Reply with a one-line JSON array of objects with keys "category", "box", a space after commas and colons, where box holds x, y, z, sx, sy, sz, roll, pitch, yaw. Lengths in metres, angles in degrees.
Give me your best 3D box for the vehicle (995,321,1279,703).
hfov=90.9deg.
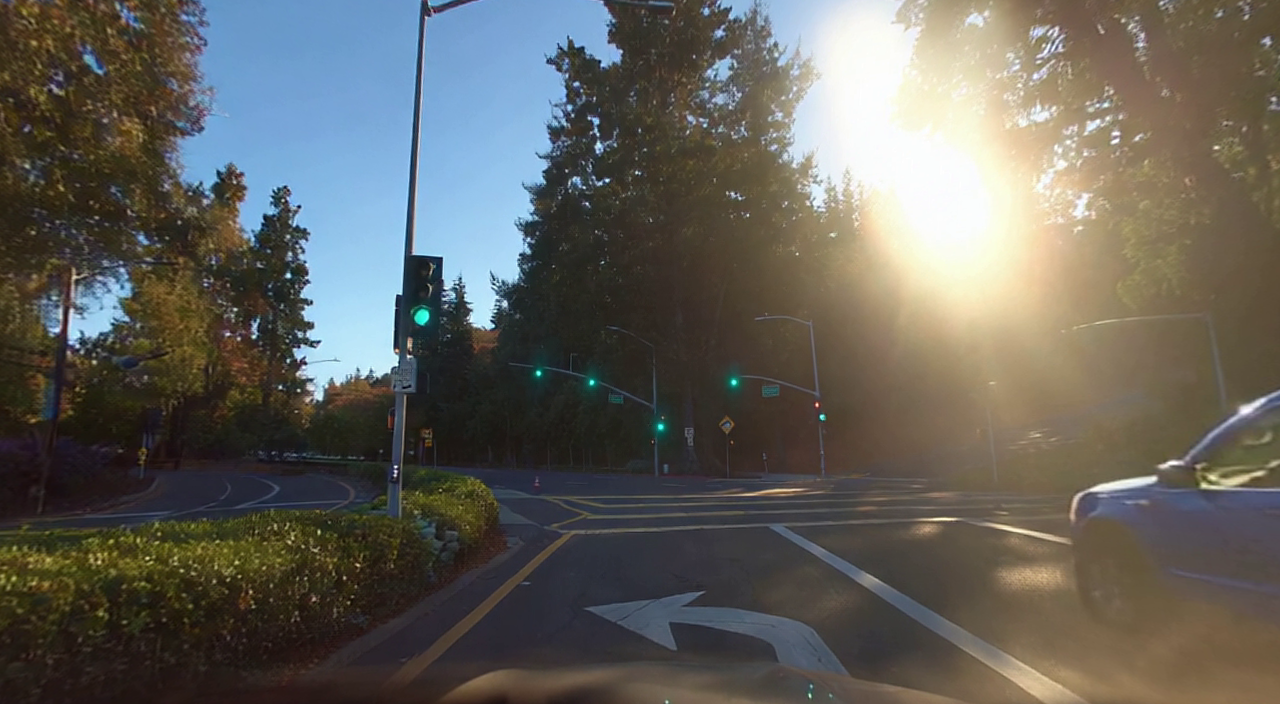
[{"category": "vehicle", "box": [3.794, 0.704, 2.185, 2.284, 1.788, 4.871, -1, -8, 0]}]
